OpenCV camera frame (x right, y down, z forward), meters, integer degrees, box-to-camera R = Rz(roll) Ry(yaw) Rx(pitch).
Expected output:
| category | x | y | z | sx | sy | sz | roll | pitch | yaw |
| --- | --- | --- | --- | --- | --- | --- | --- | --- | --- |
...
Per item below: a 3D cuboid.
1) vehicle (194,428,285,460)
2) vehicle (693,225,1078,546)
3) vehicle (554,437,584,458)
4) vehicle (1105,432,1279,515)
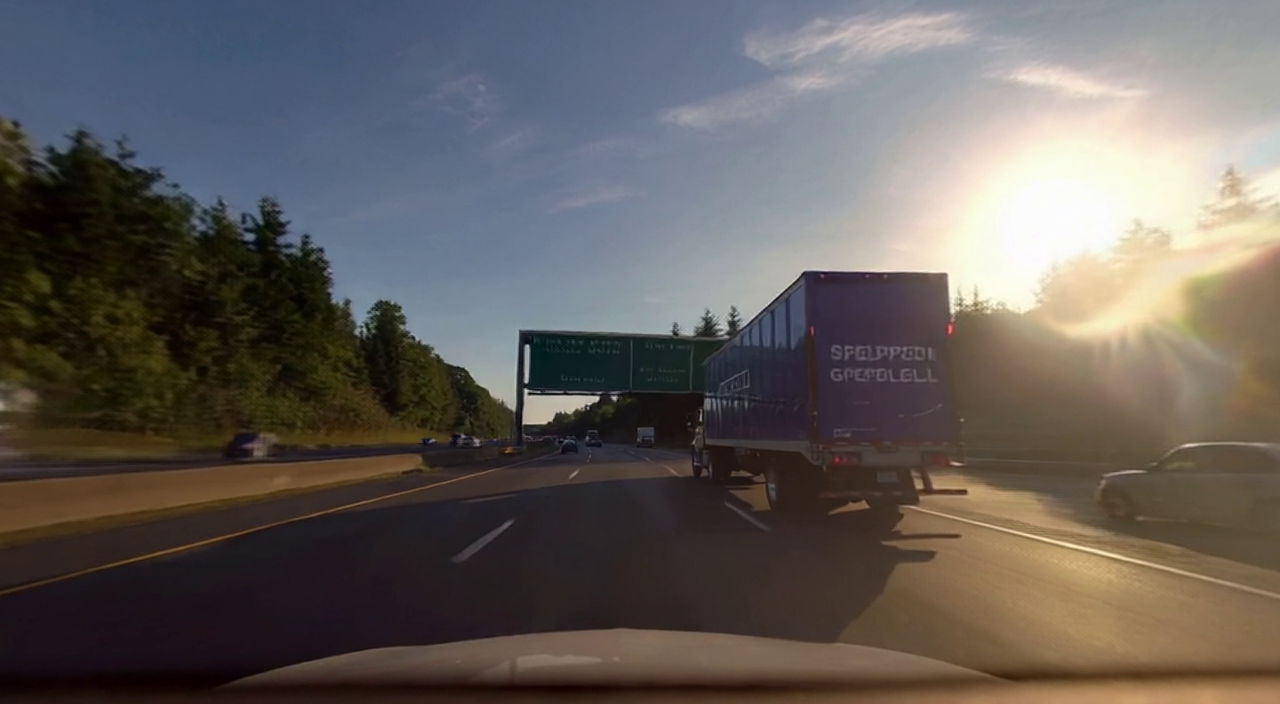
| category | x | y | z | sx | sy | sz | roll | pitch | yaw |
| --- | --- | --- | --- | --- | --- | --- | --- | --- | --- |
| vehicle | -19.838 | 4.583 | 31.427 | 1.861 | 1.482 | 4.200 | 0 | -8 | -2 |
| vehicle | 3.643 | 1.322 | 15.056 | 2.910 | 4.051 | 14.278 | 0 | -8 | -3 |
| vehicle | -5.443 | 7.336 | 48.613 | 2.030 | 1.547 | 3.862 | 0 | -8 | -3 |
| vehicle | 13.537 | 2.628 | 14.033 | 1.975 | 1.655 | 4.814 | 2 | -8 | -14 |
